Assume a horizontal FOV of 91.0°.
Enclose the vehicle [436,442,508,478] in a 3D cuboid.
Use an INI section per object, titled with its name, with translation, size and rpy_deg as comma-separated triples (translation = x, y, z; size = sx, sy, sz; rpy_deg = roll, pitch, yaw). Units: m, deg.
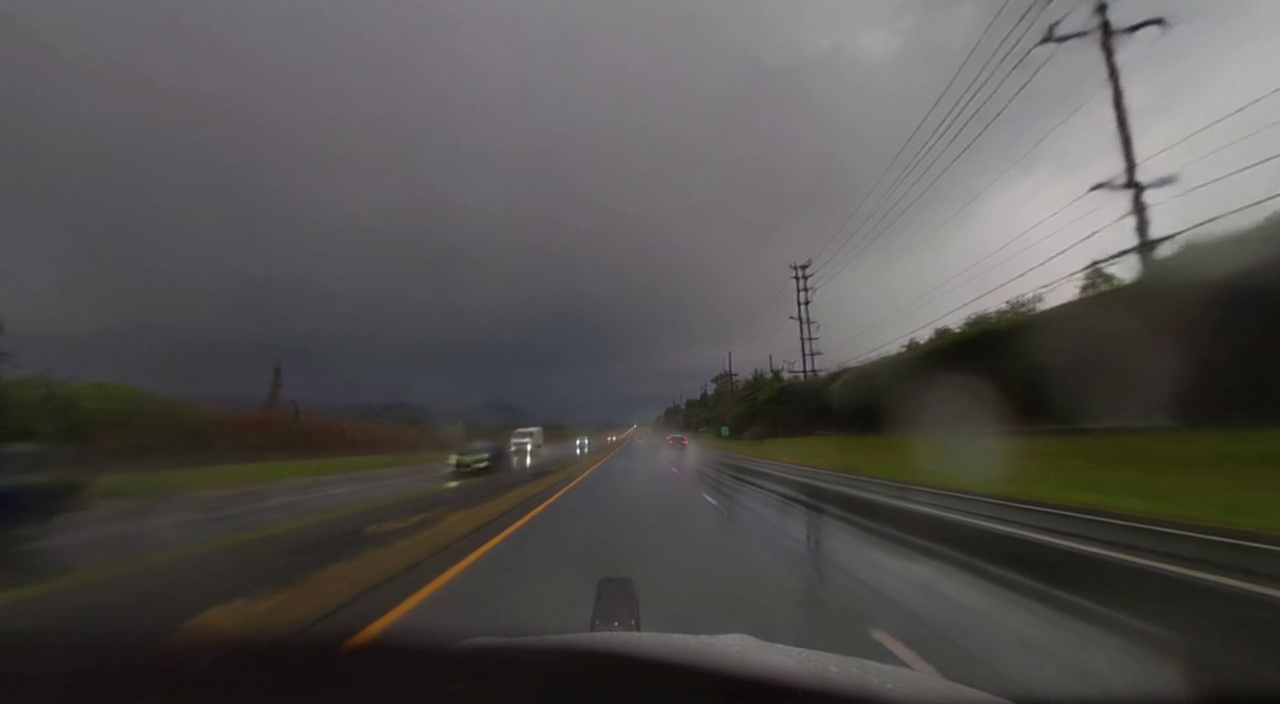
[vehicle]
translation = -7.705, 4.965, 29.355
size = 2.037, 1.484, 4.694
rpy_deg = -1, -8, 0
